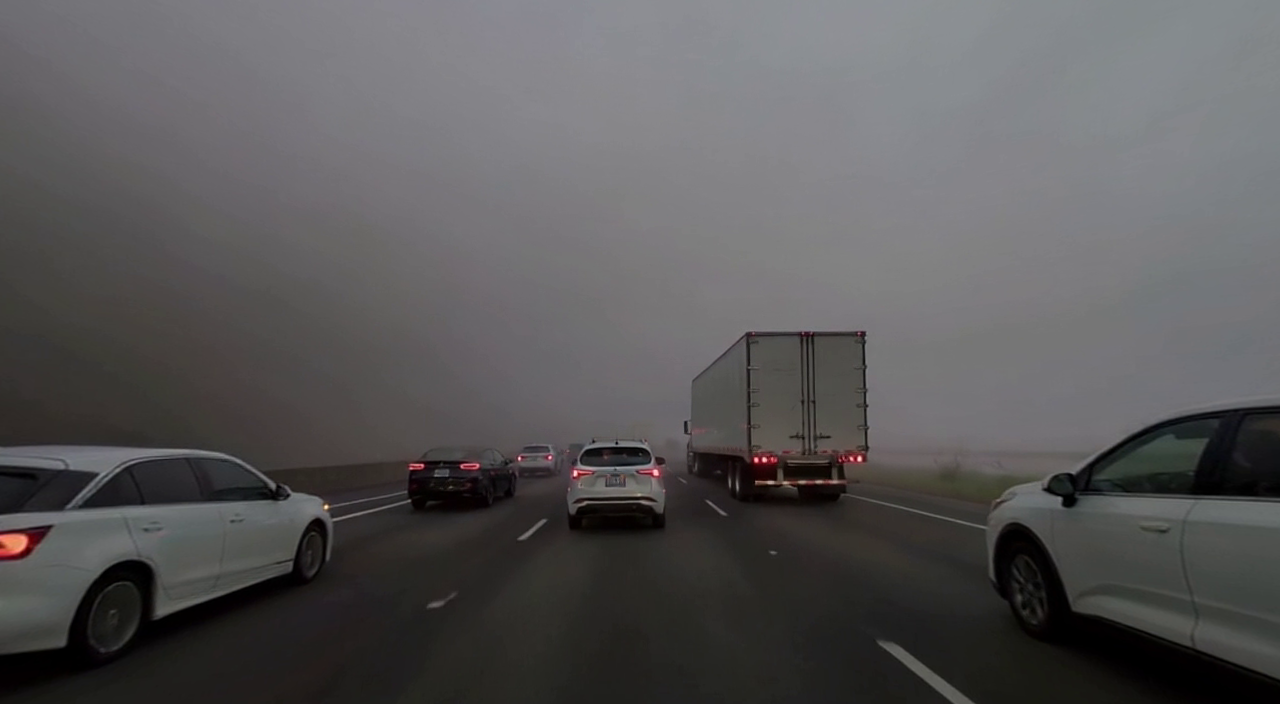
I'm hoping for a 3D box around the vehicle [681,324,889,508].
[{"bbox_3d":[3.686,2.589,21.769,3.186,4.111,15.553,0,-9,-1],"label":"vehicle"}]

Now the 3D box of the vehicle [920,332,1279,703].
[{"bbox_3d":[3.648,0.949,3.473,2.076,1.751,4.666,0,-9,1],"label":"vehicle"}]

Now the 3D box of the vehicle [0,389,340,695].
[{"bbox_3d":[-4.325,1.302,5.181,1.789,1.620,3.841,0,-9,0],"label":"vehicle"}]

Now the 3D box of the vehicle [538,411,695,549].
[{"bbox_3d":[-0.315,2.005,10.405,2.037,1.792,4.194,0,-9,0],"label":"vehicle"}]

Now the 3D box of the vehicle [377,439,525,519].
[{"bbox_3d":[-3.978,2.741,14.095,1.923,1.503,4.293,0,-9,1],"label":"vehicle"}]
